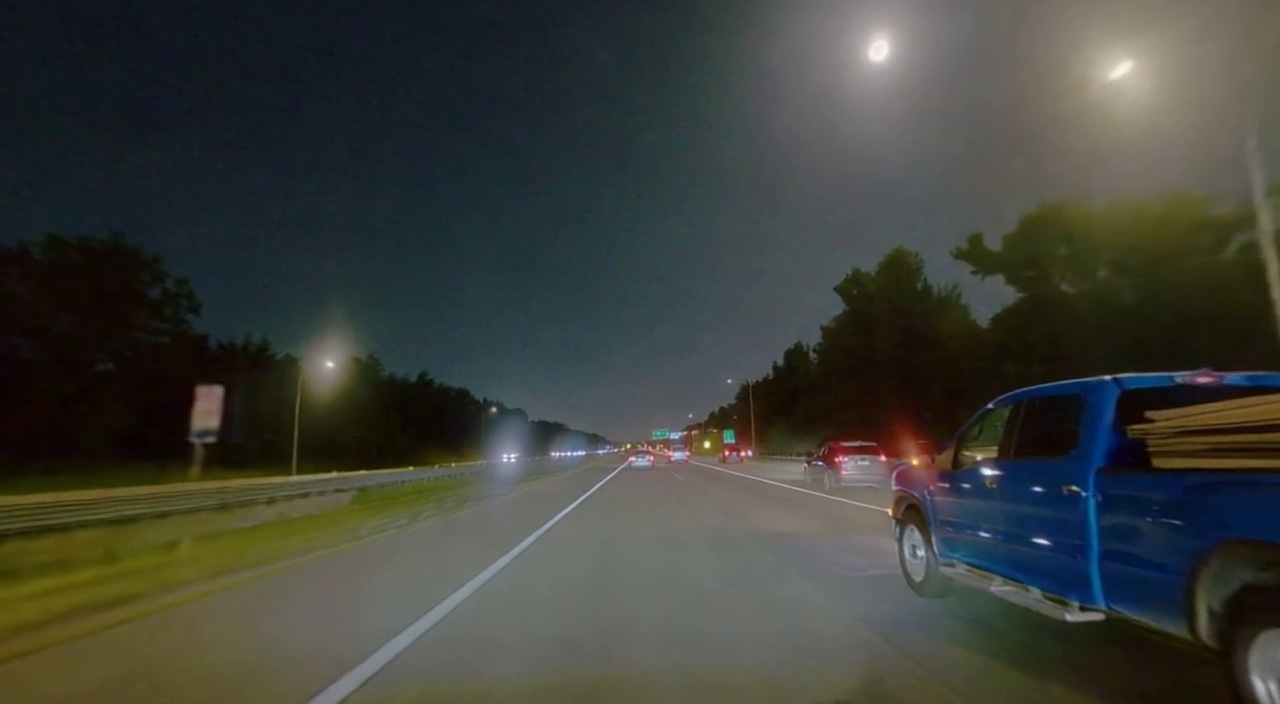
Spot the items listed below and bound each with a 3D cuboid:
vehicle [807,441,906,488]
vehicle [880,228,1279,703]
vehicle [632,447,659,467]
[{"bbox_3d":[7.766,4.064,23.063,1.989,1.526,4.443,0,-9,-1],"label":"vehicle"},{"bbox_3d":[3.580,0.742,3.399,2.354,2.079,5.586,0,-9,0],"label":"vehicle"},{"bbox_3d":[0.410,8.106,48.700,2.030,1.473,3.926,0,-9,0],"label":"vehicle"}]
